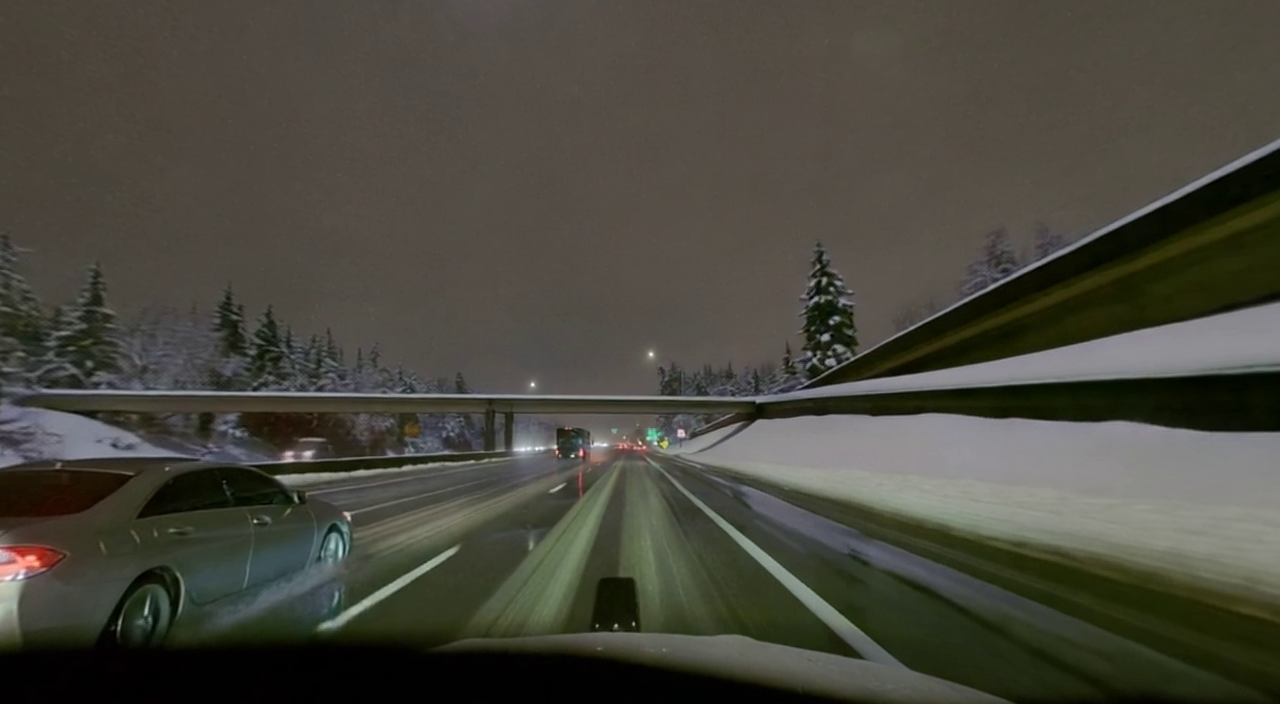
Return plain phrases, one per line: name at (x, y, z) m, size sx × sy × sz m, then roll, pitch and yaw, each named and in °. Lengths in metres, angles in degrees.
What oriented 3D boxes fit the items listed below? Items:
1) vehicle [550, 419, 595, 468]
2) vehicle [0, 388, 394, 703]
vehicle at (-4.357, 6.120, 42.139) m, size 2.364 × 2.953 × 6.732 m, roll 0°, pitch -8°, yaw -1°
vehicle at (-3.864, 1.270, 4.948) m, size 2.025 × 1.556 × 4.594 m, roll 0°, pitch -8°, yaw 0°
